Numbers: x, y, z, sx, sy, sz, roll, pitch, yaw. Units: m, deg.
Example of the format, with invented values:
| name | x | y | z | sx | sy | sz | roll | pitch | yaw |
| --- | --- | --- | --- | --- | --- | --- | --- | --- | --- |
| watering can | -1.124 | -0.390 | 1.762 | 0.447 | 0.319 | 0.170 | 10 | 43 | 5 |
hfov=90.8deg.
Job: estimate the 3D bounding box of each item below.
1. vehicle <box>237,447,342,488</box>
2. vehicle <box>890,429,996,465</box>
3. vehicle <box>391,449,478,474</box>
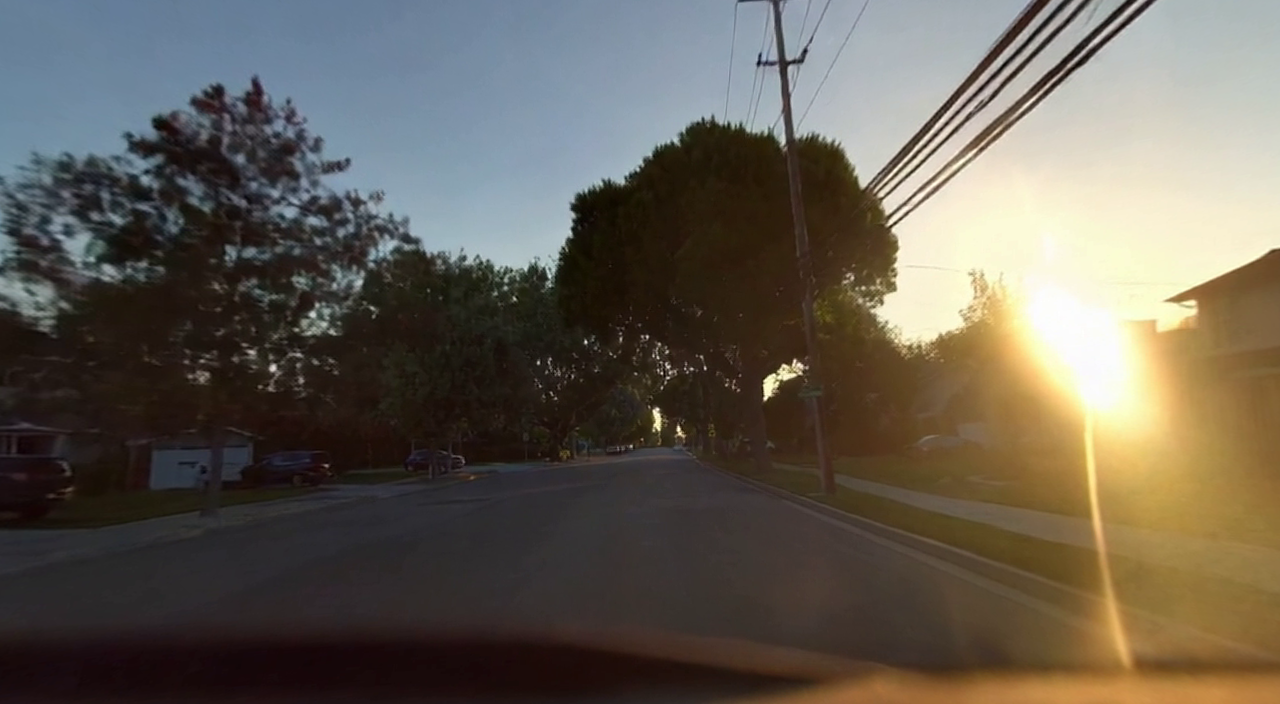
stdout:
| name | x | y | z | sx | sy | sz | roll | pitch | yaw |
| --- | --- | --- | --- | --- | --- | --- | --- | --- | --- |
| vehicle | -15.307 | 5.043 | 27.990 | 1.816 | 1.614 | 4.866 | 0 | -8 | 1 |
| vehicle | 14.506 | 4.570 | 30.431 | 4.078 | 1.516 | 1.798 | -3 | -9 | 2 |
| vehicle | -12.753 | 6.812 | 39.334 | 4.718 | 1.454 | 1.843 | -1 | -8 | 6 |
